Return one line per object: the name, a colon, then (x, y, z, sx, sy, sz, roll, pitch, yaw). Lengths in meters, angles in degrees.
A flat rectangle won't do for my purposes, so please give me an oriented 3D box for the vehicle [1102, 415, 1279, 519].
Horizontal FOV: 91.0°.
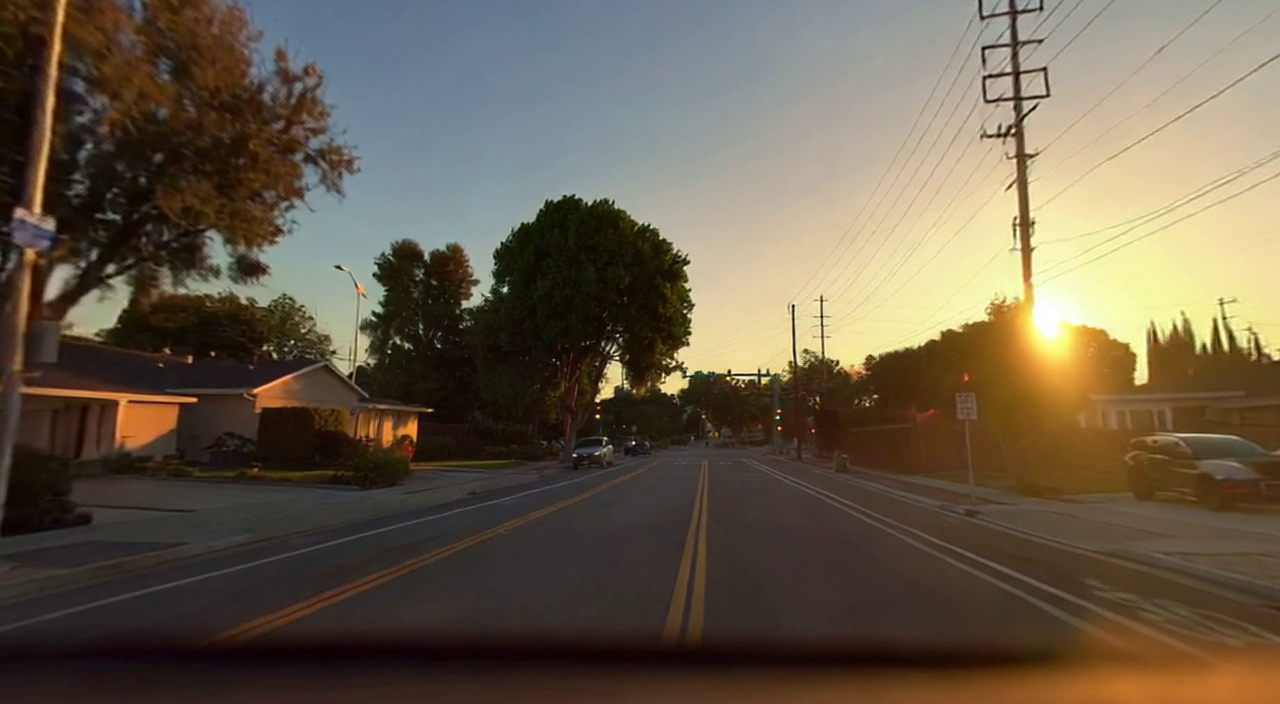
vehicle: (13.036, 2.520, 14.267, 1.912, 1.953, 4.651, 0, -8, 6)
